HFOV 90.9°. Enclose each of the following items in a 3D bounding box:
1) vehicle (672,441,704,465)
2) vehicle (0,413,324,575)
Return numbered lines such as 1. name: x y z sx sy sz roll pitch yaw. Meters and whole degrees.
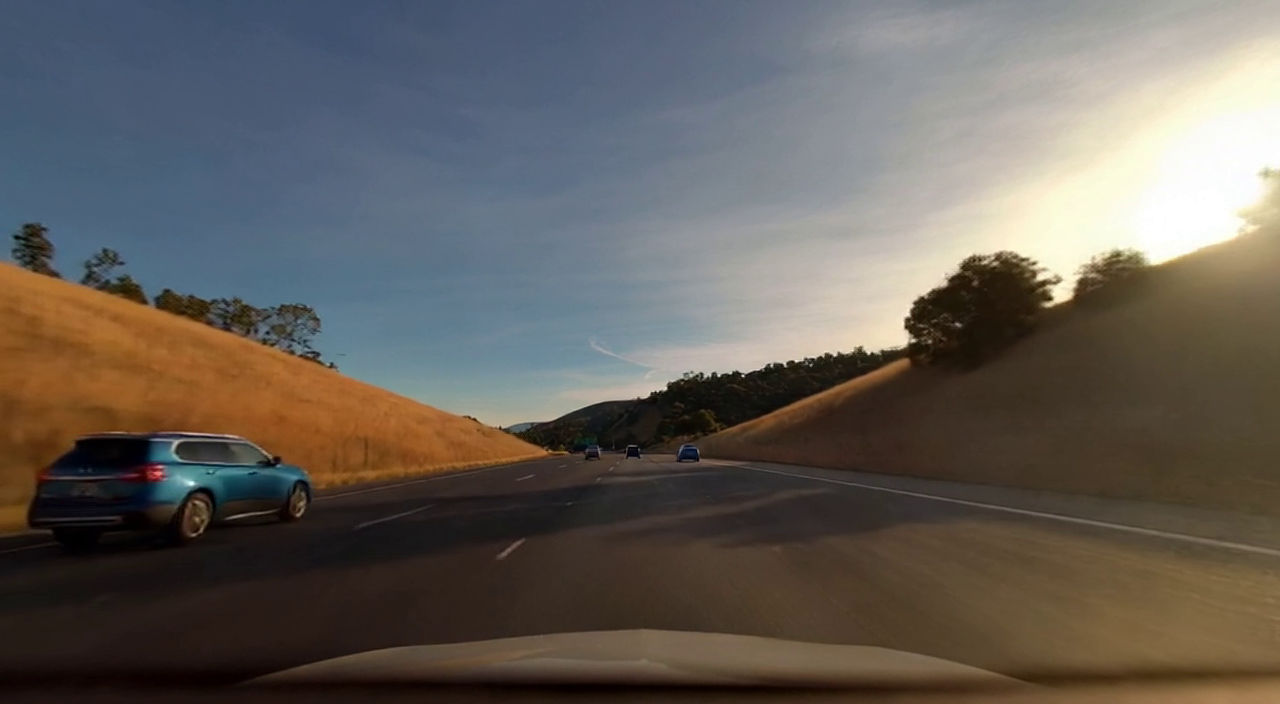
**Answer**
1. vehicle: 3.668 7.814 48.987 1.995 1.712 4.206 0 -8 -2
2. vehicle: -7.191 1.923 9.487 2.285 1.759 4.968 0 -8 0
